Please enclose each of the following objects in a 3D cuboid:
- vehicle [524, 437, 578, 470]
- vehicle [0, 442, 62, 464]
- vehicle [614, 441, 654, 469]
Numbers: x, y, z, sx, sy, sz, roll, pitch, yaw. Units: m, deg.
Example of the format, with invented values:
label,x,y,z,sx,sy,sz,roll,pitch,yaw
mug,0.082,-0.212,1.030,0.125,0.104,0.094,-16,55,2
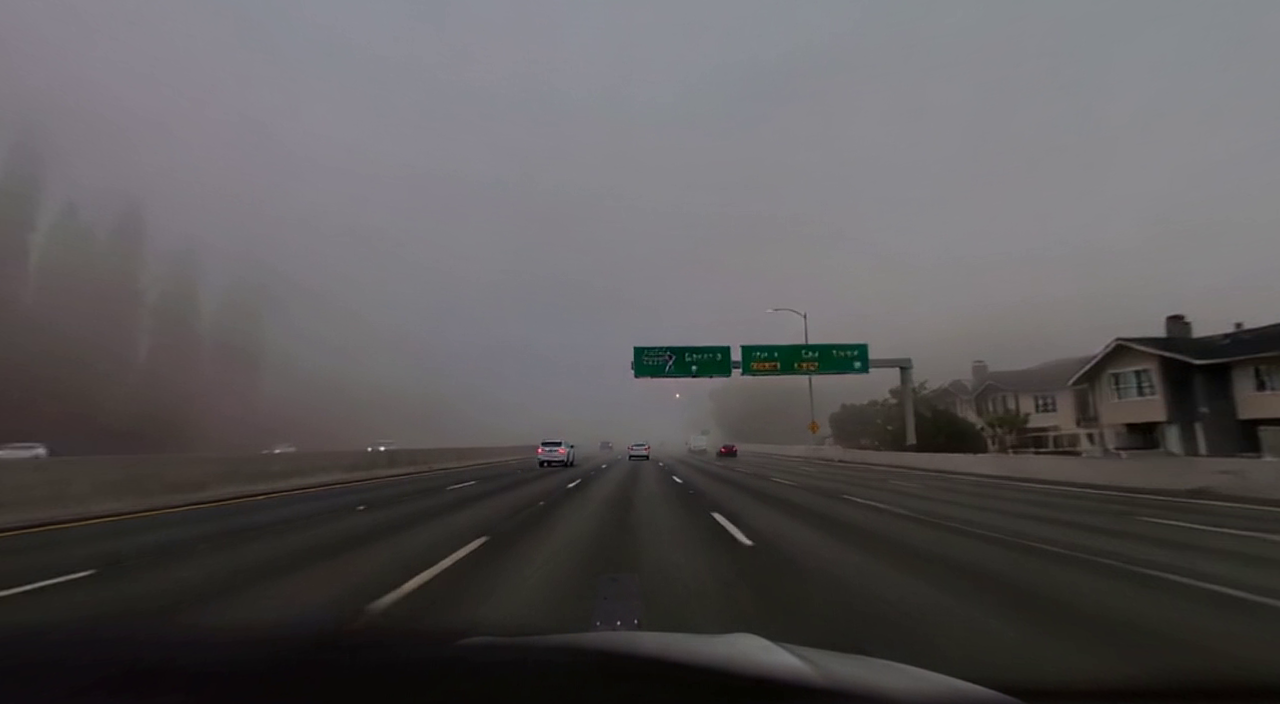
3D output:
label,x,y,z,sx,sy,sz,roll,pitch,yaw
vehicle,-4.818,5.562,34.774,2.260,1.706,4.177,0,-8,1
vehicle,-44.940,7.305,45.947,1.943,1.478,4.193,0,-8,-2
vehicle,-0.342,5.827,36.111,2.146,1.485,4.332,0,-8,0
